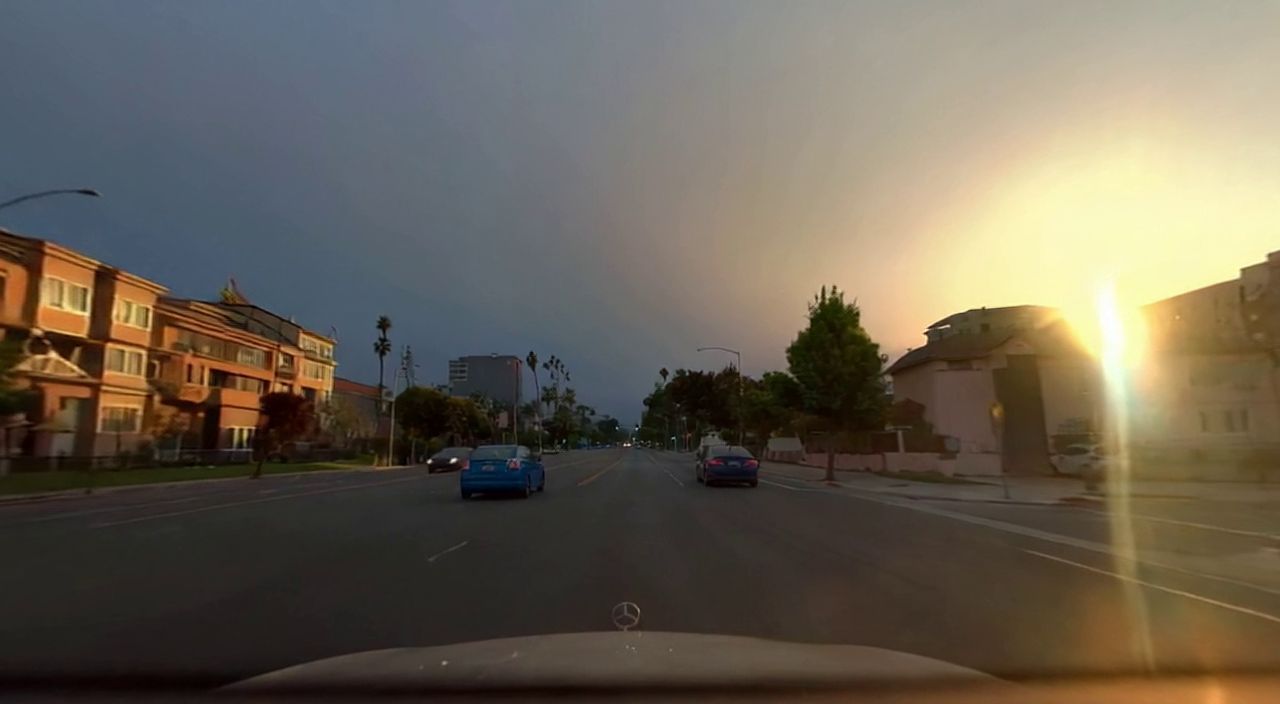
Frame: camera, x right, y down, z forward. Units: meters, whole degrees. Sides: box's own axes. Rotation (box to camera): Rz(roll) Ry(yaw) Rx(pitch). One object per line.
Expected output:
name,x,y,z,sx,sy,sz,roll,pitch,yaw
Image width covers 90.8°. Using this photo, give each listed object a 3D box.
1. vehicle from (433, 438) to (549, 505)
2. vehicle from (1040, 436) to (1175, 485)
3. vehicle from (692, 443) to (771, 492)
vehicle,-3.733,3.061,16.648,2.062,1.527,4.044,0,-9,0
vehicle,19.415,4.511,26.583,1.961,1.861,4.757,0,-9,-1
vehicle,3.002,3.901,21.764,1.978,1.471,4.426,0,-9,-1
